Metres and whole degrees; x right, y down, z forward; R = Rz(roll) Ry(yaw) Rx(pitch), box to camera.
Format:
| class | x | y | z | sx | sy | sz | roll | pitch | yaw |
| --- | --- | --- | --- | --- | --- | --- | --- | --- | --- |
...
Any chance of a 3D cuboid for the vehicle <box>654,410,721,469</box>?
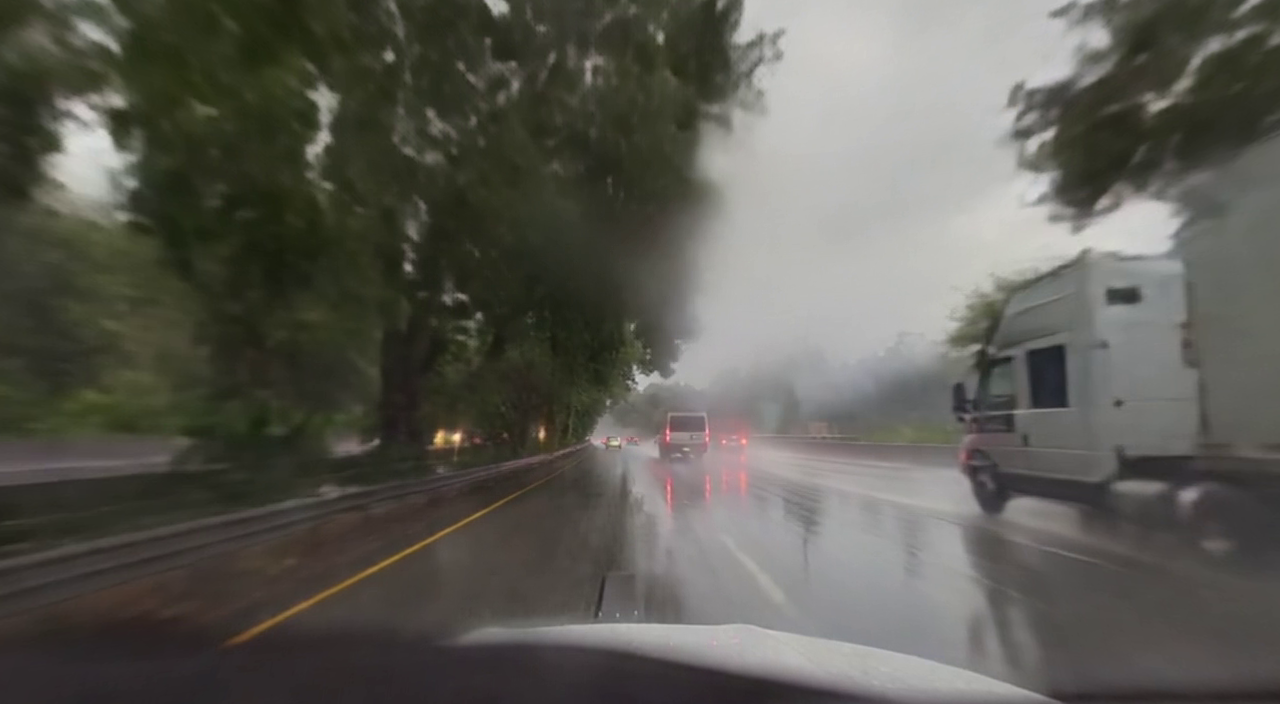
| class | x | y | z | sx | sy | sz | roll | pitch | yaw |
| --- | --- | --- | --- | --- | --- | --- | --- | --- | --- |
| vehicle | 2.100 | 4.123 | 29.847 | 2.436 | 2.521 | 5.409 | 0 | -8 | -3 |

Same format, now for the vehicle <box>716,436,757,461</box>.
| class | x | y | z | sx | sy | sz | roll | pitch | yaw |
| --- | --- | --- | --- | --- | --- | --- | --- | --- | --- |
| vehicle | 5.868 | 5.896 | 38.712 | 1.821 | 1.468 | 3.805 | 0 | -8 | -2 |

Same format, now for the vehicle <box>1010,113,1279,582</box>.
| class | x | y | z | sx | sy | sz | roll | pitch | yaw |
| --- | --- | --- | --- | --- | --- | --- | --- | --- | --- |
| vehicle | 7.056 | -0.473 | 2.269 | 2.904 | 4.054 | 14.017 | 0 | -8 | 0 |
